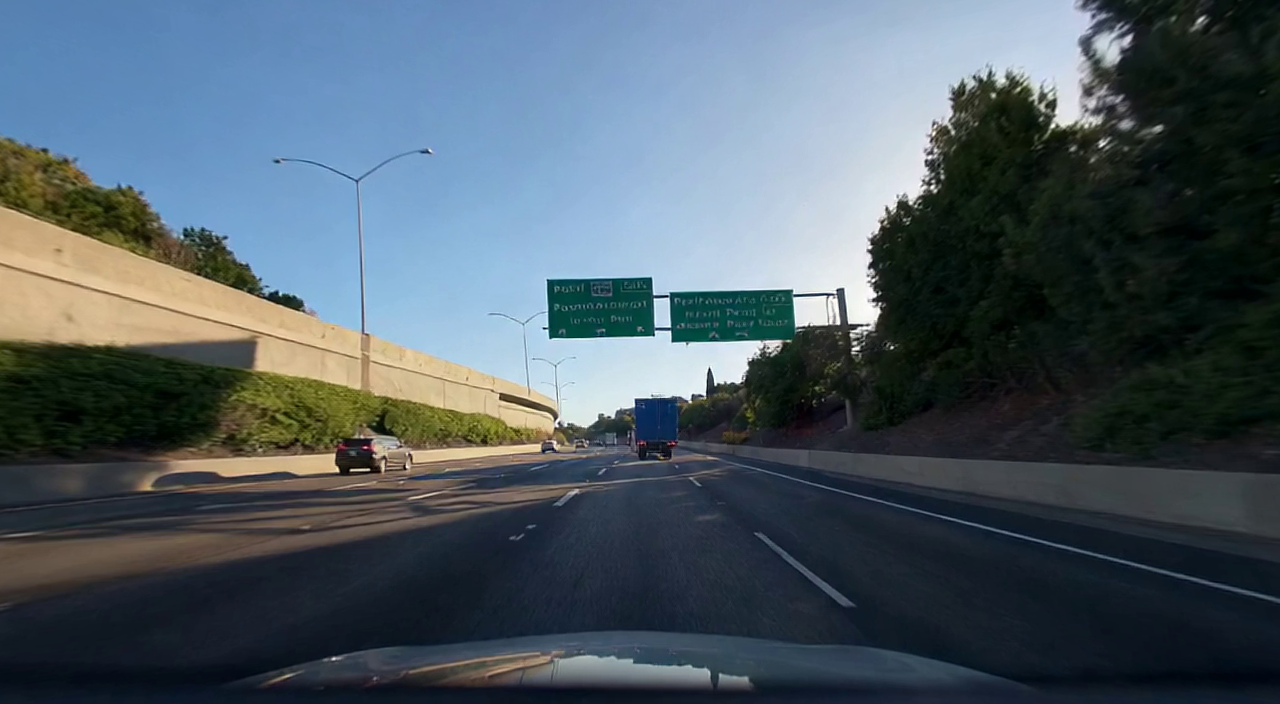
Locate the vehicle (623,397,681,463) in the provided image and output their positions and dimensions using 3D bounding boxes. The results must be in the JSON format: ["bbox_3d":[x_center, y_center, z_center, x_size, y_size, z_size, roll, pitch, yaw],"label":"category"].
[{"bbox_3d":[0.517,5.214,41.161,3.233,3.678,11.032,0,-8,-1],"label":"vehicle"}]

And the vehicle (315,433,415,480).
[{"bbox_3d":[-10.376,3.961,24.209,1.919,1.625,4.183,0,-8,0],"label":"vehicle"}]

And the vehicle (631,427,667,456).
[{"bbox_3d":[0.498,5.393,37.956,2.052,1.666,4.358,0,-8,0],"label":"vehicle"}]
